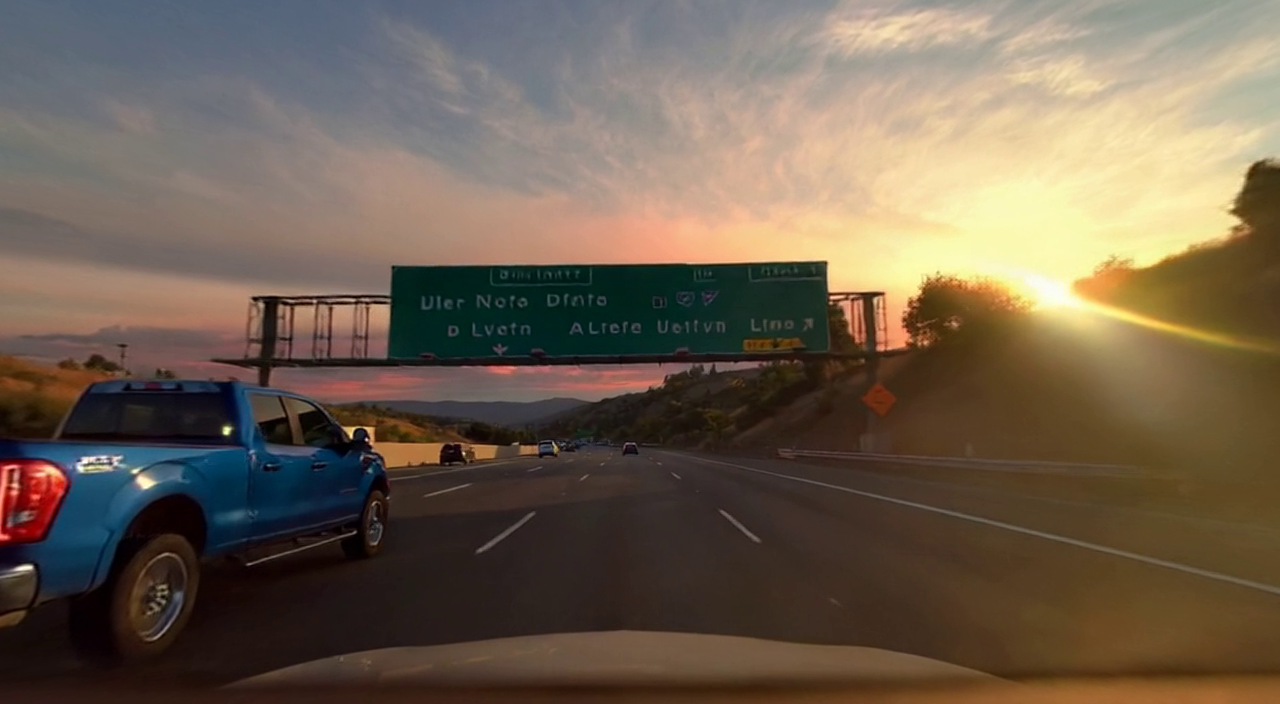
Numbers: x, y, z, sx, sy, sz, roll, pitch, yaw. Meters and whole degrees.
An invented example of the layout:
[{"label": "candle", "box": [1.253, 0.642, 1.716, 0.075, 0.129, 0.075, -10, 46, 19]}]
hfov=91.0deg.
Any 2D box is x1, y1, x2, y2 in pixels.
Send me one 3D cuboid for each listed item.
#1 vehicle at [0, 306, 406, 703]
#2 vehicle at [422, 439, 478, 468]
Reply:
[{"label": "vehicle", "box": [-4.359, 1.118, 5.372, 2.339, 2.004, 6.171, 0, -8, 0]}, {"label": "vehicle", "box": [-11.729, 6.294, 39.169, 2.106, 1.692, 4.458, 0, -8, -1]}]
